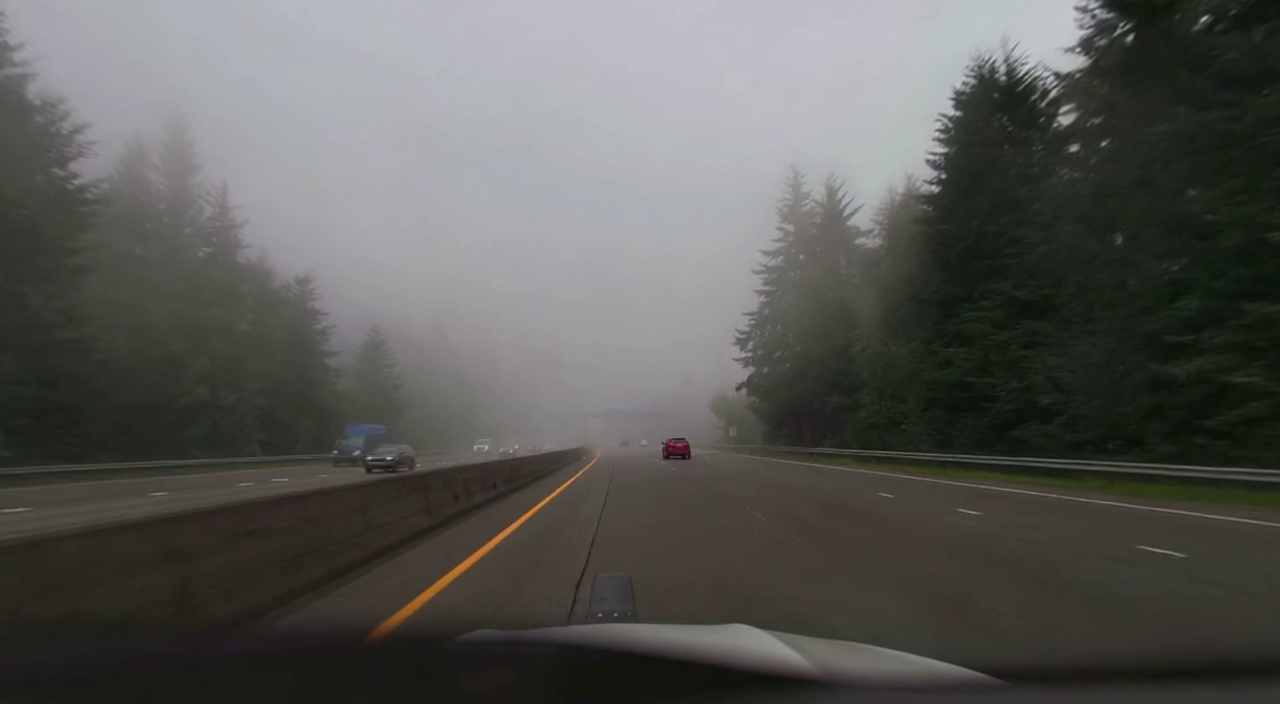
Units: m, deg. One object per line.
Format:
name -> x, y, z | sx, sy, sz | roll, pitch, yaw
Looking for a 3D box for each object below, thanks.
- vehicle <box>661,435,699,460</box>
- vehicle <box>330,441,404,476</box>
vehicle -> 2.531, 6.147, 40.636 | 1.958, 1.526, 4.227 | 1, -8, -3
vehicle -> -13.464, 5.249, 31.344 | 1.936, 1.579, 4.121 | 0, -8, -2
